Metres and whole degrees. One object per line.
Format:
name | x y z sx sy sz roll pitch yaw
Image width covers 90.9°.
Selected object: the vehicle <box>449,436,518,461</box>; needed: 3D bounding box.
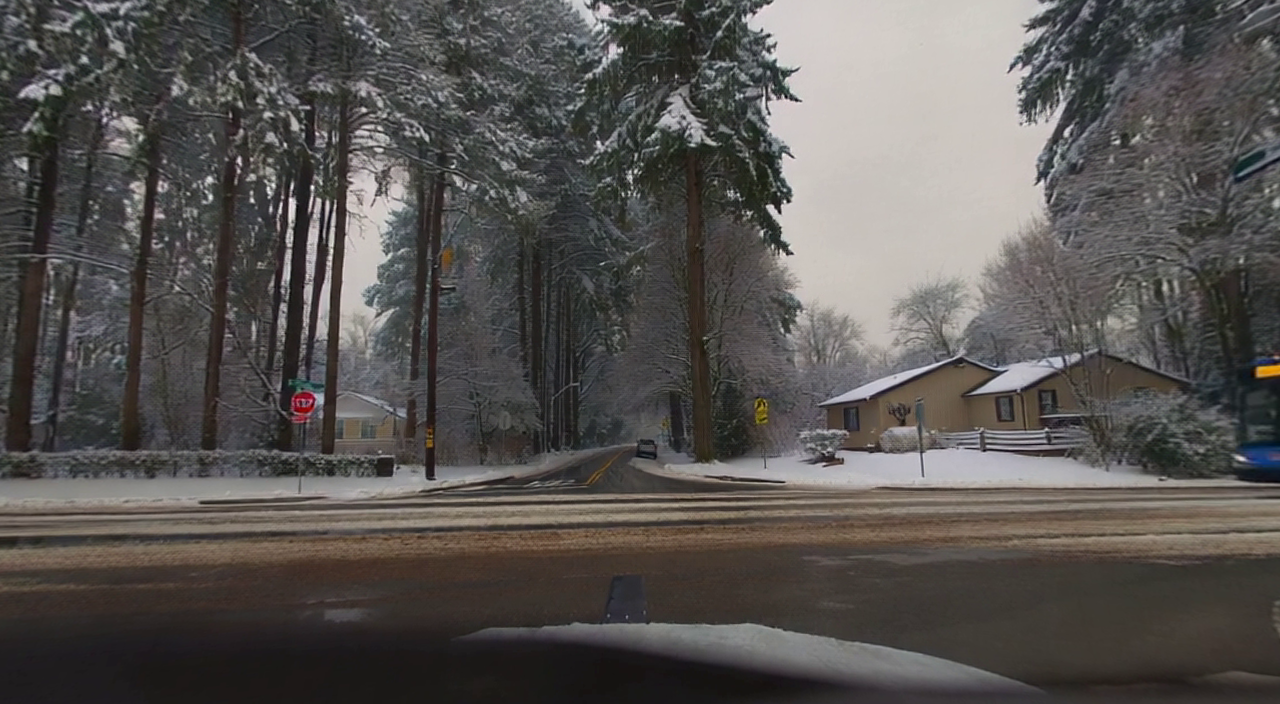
vehicle | -11.686 7.212 47.245 4.622 1.782 1.836 0 -8 0
